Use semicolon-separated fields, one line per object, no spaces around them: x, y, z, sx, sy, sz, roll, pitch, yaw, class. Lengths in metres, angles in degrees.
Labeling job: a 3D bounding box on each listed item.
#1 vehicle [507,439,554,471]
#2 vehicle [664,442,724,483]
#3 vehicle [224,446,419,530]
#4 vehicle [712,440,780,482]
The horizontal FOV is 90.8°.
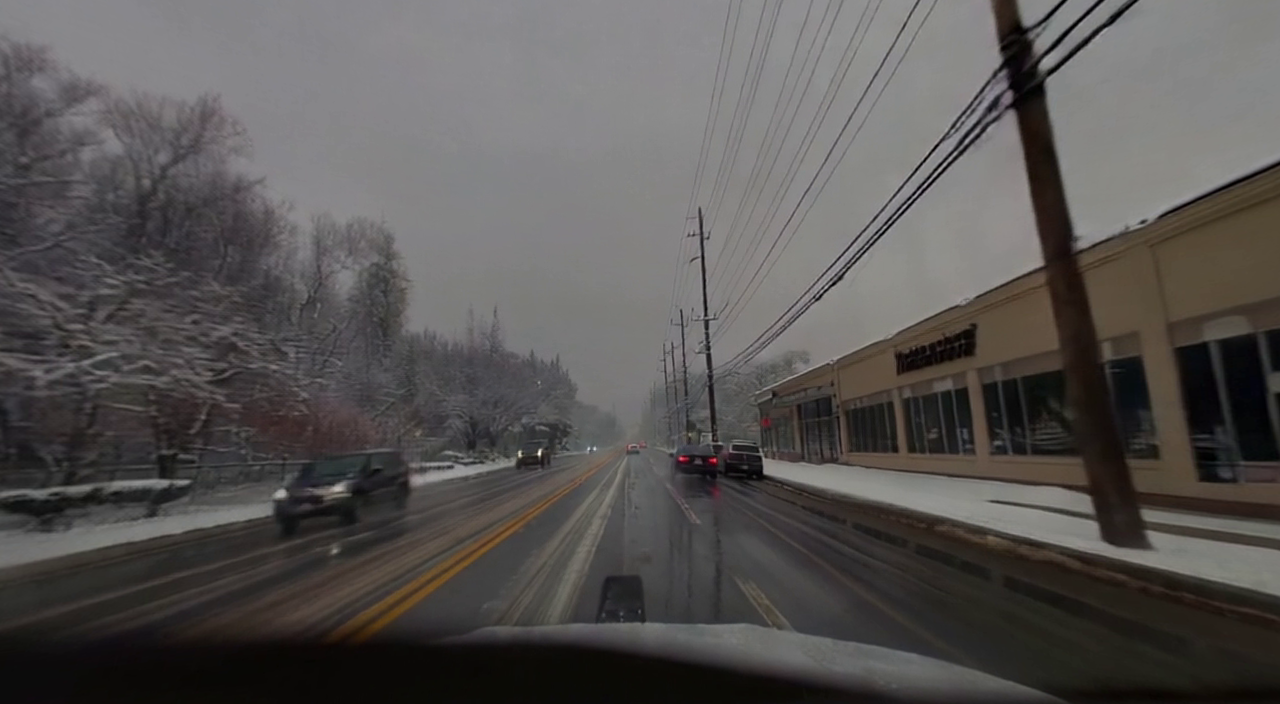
-6.466;6.116;37.759;2.037;1.777;4.407;0;-8;0;vehicle
2.035;4.305;24.892;1.975;1.497;3.647;0;-8;-1;vehicle
-6.403;2.739;13.406;1.868;1.466;4.397;0;-8;0;vehicle
4.886;5.096;30.004;2.143;1.788;5.388;0;-8;-1;vehicle
